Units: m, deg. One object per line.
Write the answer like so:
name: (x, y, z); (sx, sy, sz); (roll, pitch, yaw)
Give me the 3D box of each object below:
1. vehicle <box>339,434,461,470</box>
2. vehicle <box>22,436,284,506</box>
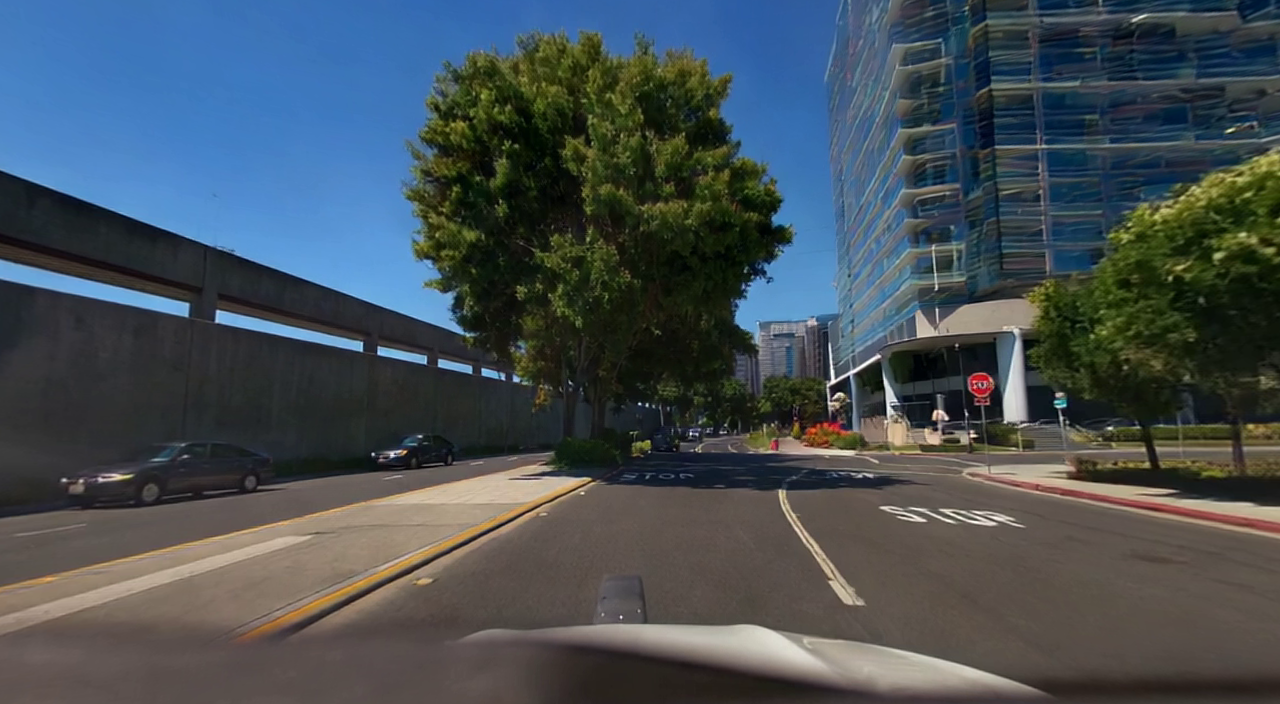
vehicle: (-10.597, 4.406, 27.957); (4.694, 1.447, 2.137); (5, -10, -29)
vehicle: (-11.219, 2.765, 15.044); (4.421, 1.446, 2.053); (3, -9, -20)
